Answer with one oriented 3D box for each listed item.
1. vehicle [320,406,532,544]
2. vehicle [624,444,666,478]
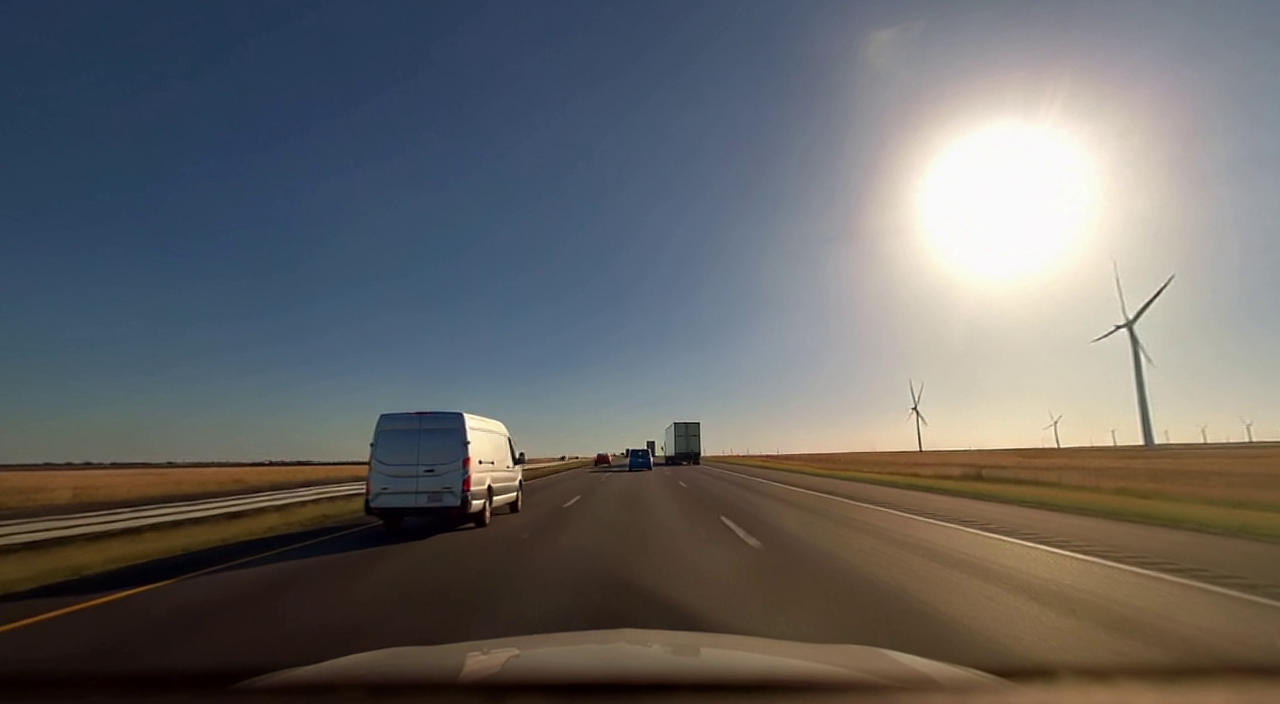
[{"bbox_3d":[-3.535,2.173,11.634,2.238,1.984,4.650,0,-9,0],"label":"vehicle"},{"bbox_3d":[0.276,5.753,33.422,2.083,1.689,4.083,0,-9,0],"label":"vehicle"}]
